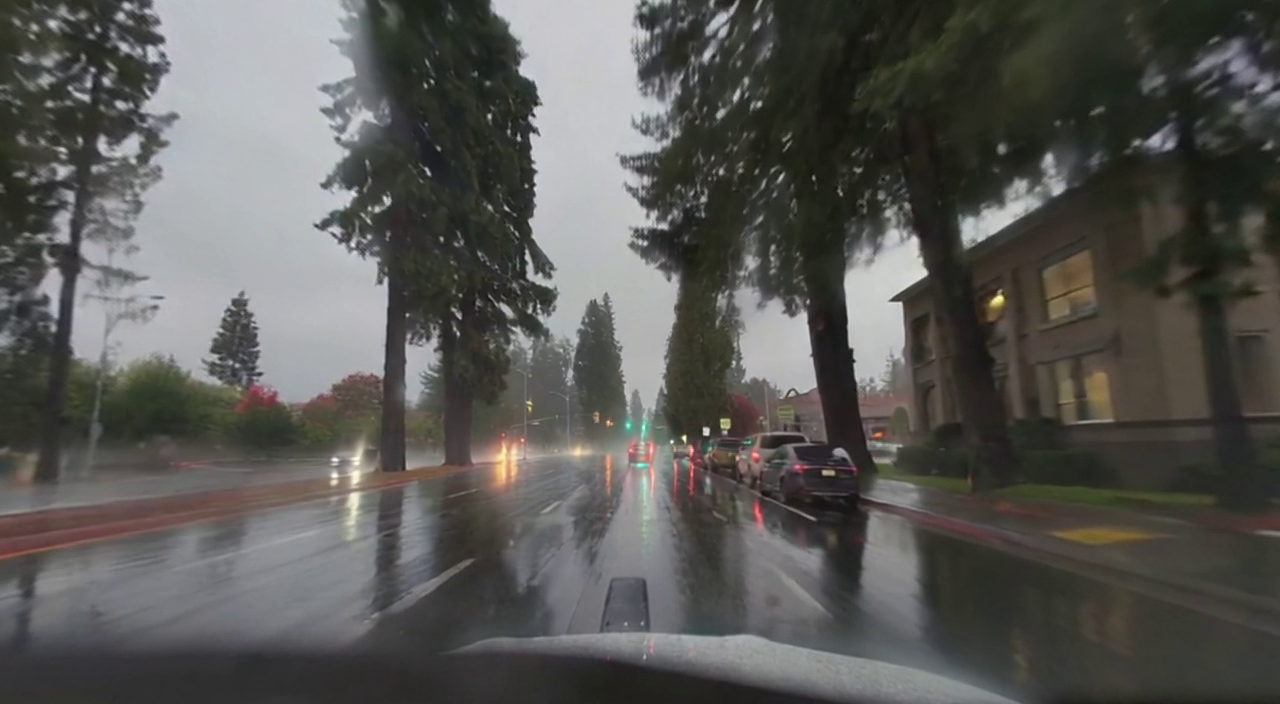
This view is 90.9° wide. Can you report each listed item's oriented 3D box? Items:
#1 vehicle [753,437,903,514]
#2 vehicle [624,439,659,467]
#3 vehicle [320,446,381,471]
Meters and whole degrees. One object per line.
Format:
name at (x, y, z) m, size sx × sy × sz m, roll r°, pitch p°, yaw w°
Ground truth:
vehicle at (4.176, 2.814, 15.016) m, size 2.035 × 1.500 × 4.912 m, roll 0°, pitch -8°, yaw 0°
vehicle at (0.115, 6.635, 41.502) m, size 2.169 × 1.751 × 4.276 m, roll 0°, pitch -8°, yaw 1°
vehicle at (-20.925, 7.690, 45.793) m, size 2.238 × 1.645 × 4.418 m, roll -1°, pitch -9°, yaw 1°
